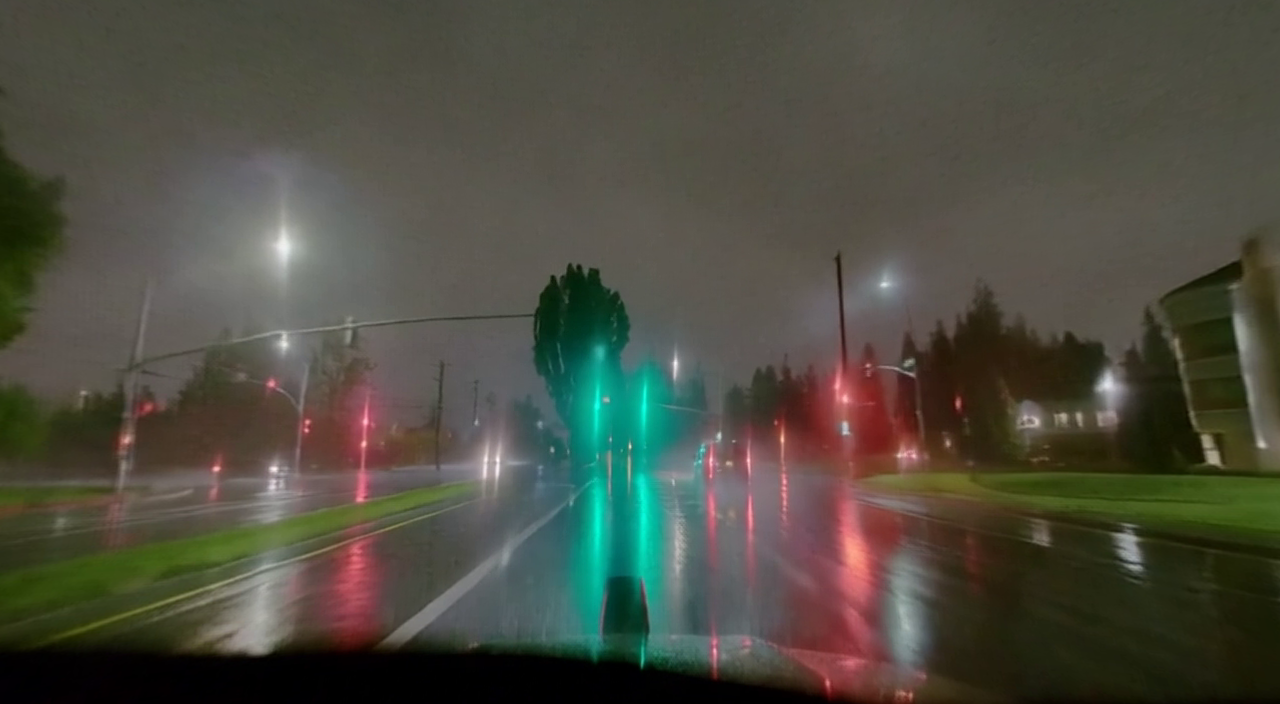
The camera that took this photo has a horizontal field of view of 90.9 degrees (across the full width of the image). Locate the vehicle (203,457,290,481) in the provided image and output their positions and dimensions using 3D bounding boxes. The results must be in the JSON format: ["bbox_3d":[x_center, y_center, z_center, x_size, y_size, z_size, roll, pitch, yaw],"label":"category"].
[{"bbox_3d":[-26.348,7.847,42.314,4.447,1.499,1.984,0,-8,0],"label":"vehicle"}]

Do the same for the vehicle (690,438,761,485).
[{"bbox_3d":[3.499,4.578,26.775,2.240,1.781,4.433,0,-8,-2],"label":"vehicle"}]
